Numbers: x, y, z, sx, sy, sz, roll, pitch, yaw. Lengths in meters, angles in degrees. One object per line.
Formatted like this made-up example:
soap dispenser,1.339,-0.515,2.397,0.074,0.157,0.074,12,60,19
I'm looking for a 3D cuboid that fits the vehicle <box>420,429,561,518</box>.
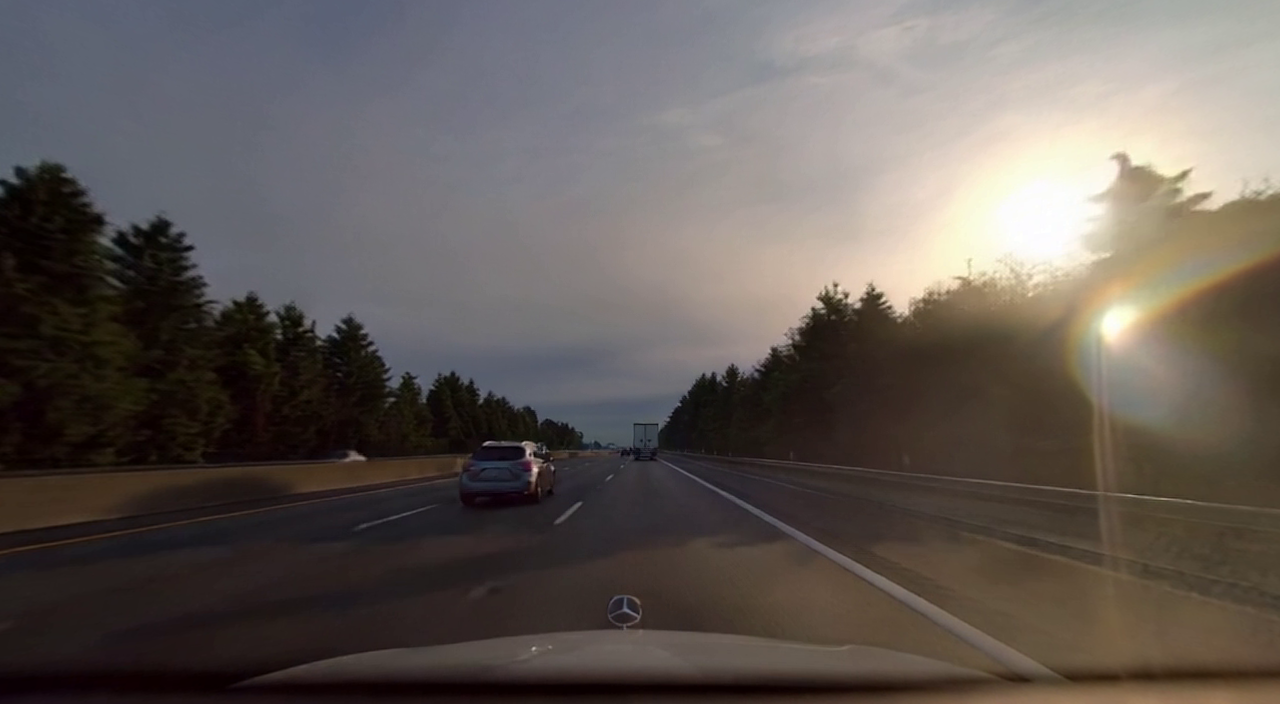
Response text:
vehicle,-3.137,2.675,14.351,2.017,1.680,4.636,0,-9,0
